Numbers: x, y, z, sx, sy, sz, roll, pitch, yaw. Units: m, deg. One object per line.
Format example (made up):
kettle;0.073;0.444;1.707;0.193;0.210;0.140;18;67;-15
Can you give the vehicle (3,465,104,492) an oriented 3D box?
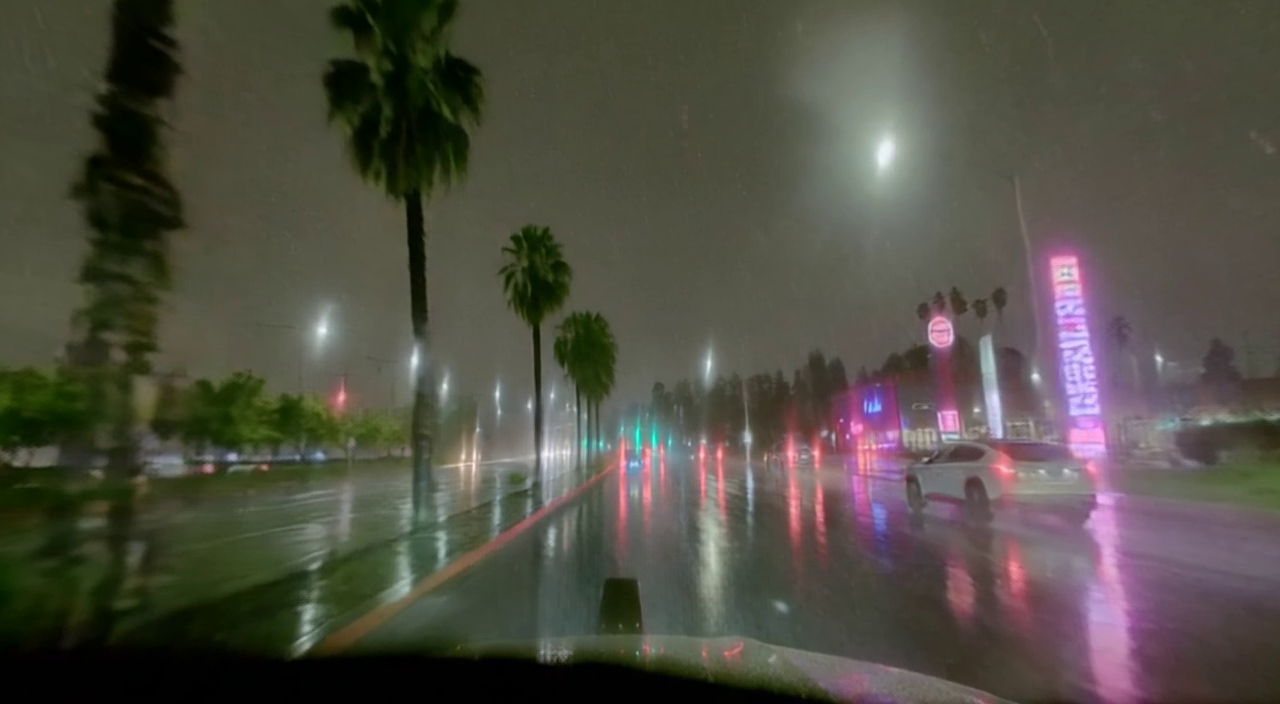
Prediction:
vehicle;-33.819;7.299;36.357;4.047;1.400;1.866;0;-8;3

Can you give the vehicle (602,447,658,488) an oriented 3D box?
vehicle;-0.366;4.356;24.115;1.970;1.402;3.756;0;-8;0

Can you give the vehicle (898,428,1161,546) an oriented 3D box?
vehicle;6.313;2.196;10.887;1.949;1.647;3.894;0;-8;-2

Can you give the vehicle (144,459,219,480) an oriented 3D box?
vehicle;-33.561;8.577;46.120;3.986;1.432;1.885;0;-8;0
